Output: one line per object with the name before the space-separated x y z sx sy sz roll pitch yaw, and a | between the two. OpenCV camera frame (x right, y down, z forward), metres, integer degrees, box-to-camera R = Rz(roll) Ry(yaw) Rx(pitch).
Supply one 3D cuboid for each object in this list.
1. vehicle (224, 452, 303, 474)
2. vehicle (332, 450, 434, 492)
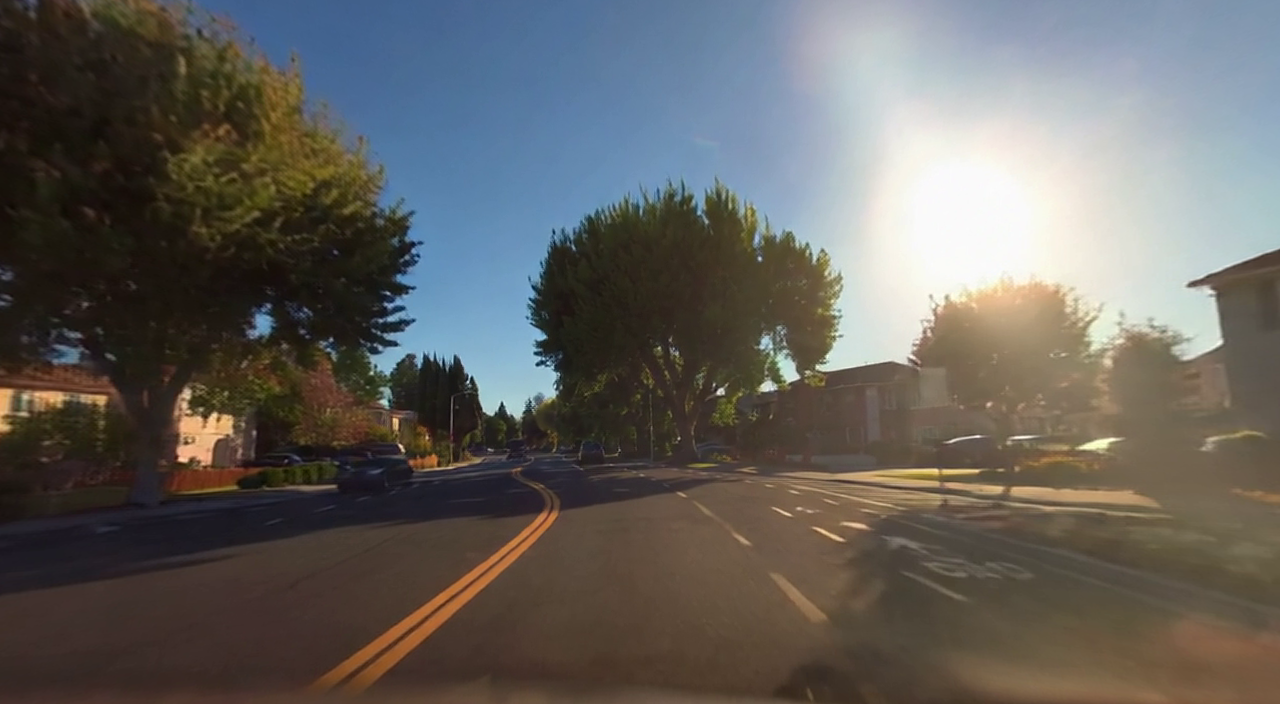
vehicle | -26.965 7.984 45.232 4.450 1.482 1.948 -1 -9 3
vehicle | -10.509 4.877 26.245 1.979 1.503 4.678 -2 -9 5
